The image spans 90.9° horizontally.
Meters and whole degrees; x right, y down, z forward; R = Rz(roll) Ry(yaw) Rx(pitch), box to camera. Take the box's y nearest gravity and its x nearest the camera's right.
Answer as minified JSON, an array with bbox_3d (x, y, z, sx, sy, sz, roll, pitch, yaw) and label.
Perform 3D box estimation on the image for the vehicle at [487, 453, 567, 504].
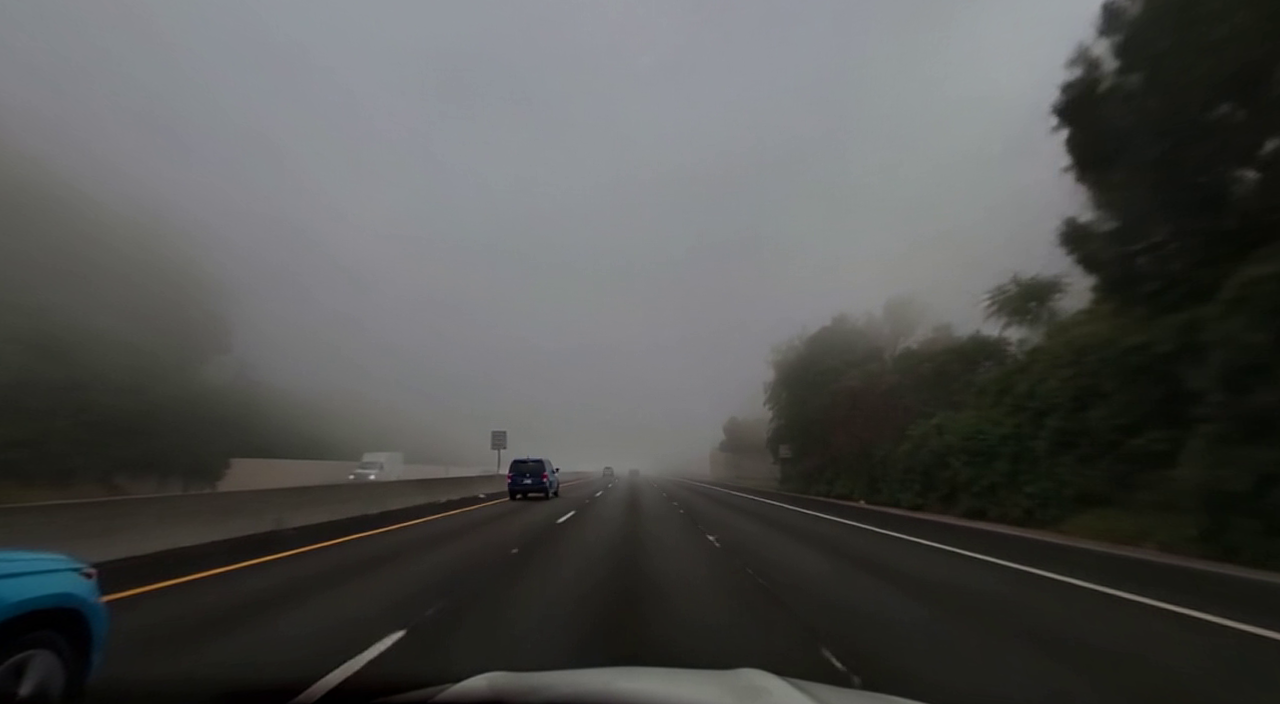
[{"bbox_3d":[-4.301,4.941,24.871,2.178,1.736,4.847,1,-10,0],"label":"vehicle"}]

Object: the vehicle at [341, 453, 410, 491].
[{"bbox_3d":[-20.529,9.371,49.268,2.557,2.682,6.194,1,-10,0],"label":"vehicle"}]
